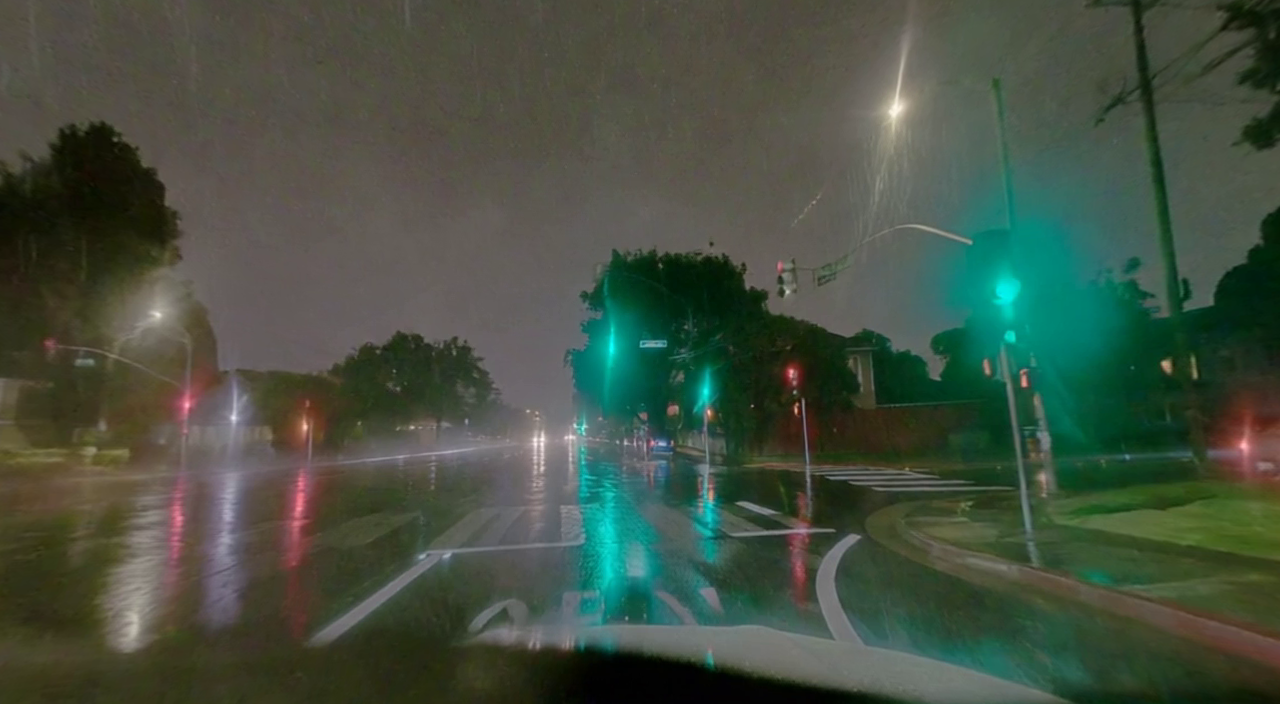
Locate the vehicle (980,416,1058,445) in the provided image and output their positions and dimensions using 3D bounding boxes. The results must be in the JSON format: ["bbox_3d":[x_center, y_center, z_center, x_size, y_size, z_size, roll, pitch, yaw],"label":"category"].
[{"bbox_3d":[24.457,5.147,40.870,2.028,1.595,4.554,1,-10,-3],"label":"vehicle"}]

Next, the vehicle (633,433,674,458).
[{"bbox_3d":[0.764,5.842,39.486,2.149,1.507,4.160,1,-8,-5],"label":"vehicle"}]
